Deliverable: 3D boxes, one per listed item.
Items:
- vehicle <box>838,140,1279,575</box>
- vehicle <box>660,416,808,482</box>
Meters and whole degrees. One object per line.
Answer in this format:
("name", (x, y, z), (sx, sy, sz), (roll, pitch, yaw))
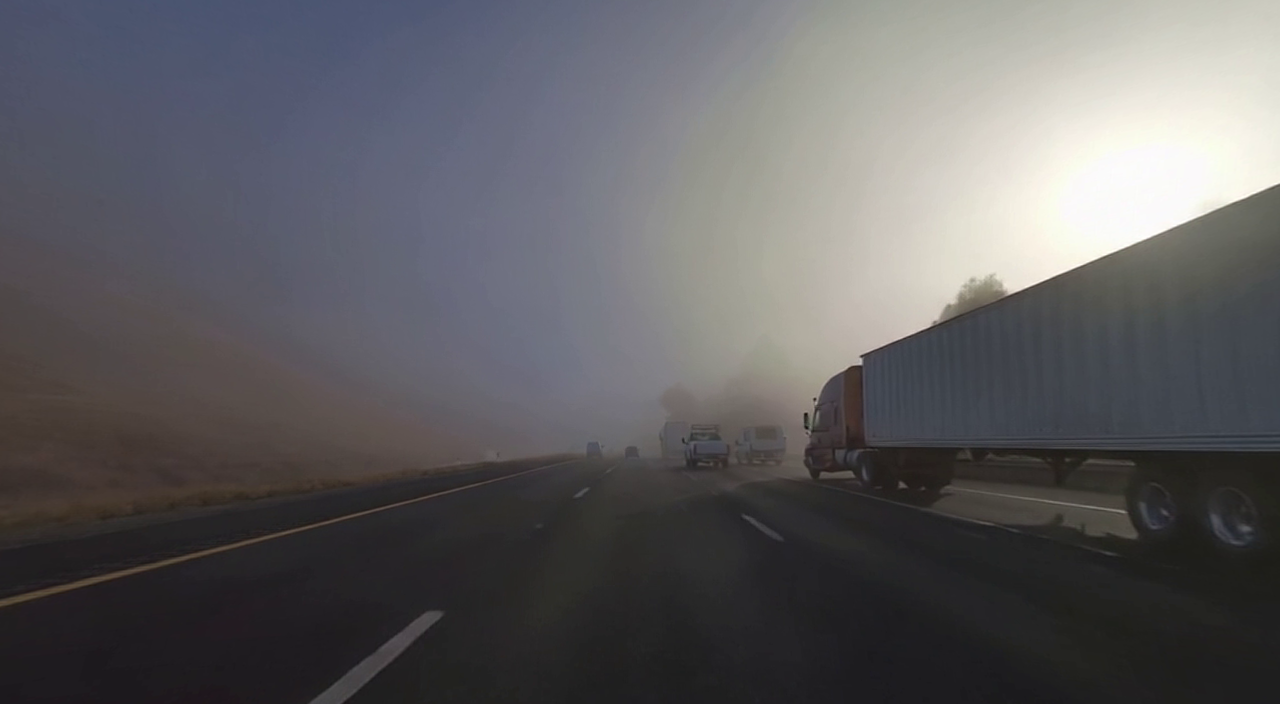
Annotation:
("vehicle", (7.703, 0.848, 11.433), (2.935, 4.187, 16.357), (0, -9, 0))
("vehicle", (3.360, 3.609, 23.594), (5.075, 2.277, 2.365), (0, -9, -3))
